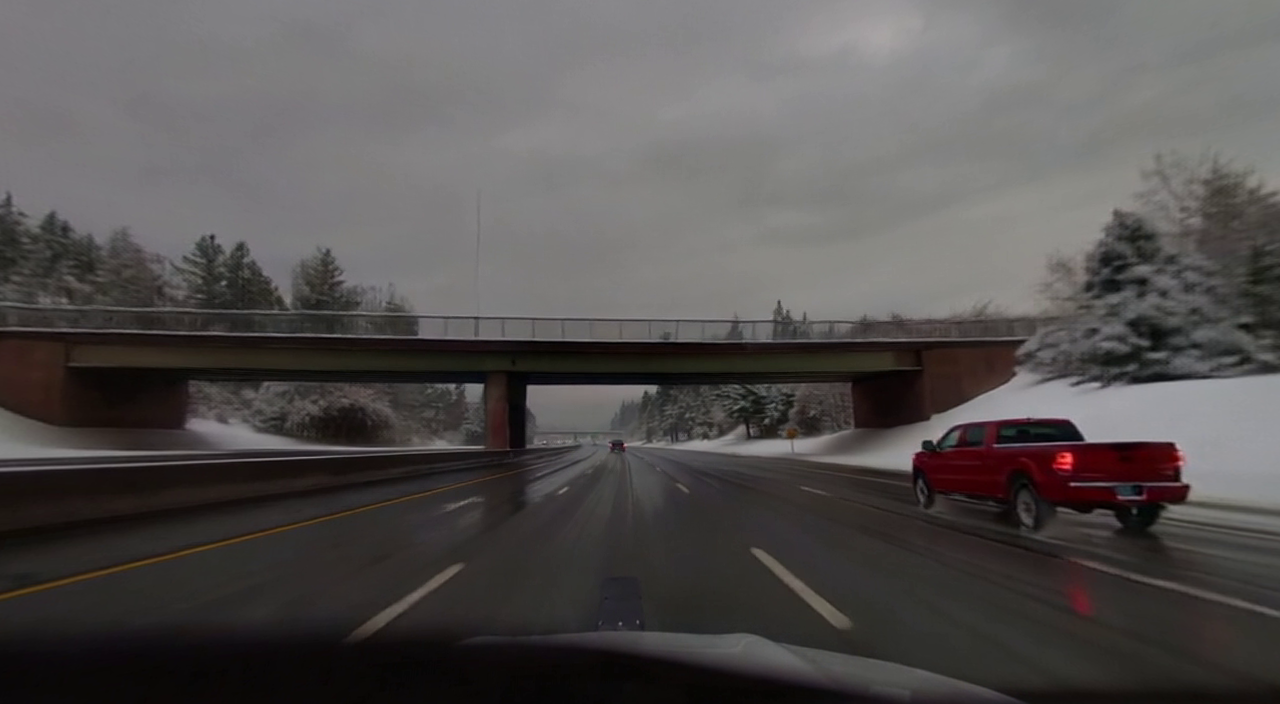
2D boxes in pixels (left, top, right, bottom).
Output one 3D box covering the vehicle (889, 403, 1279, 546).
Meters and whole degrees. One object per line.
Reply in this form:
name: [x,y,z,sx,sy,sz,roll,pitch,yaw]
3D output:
vehicle: [6.944,2.020,11.193,2.395,1.819,6.086,0,-9,-2]
